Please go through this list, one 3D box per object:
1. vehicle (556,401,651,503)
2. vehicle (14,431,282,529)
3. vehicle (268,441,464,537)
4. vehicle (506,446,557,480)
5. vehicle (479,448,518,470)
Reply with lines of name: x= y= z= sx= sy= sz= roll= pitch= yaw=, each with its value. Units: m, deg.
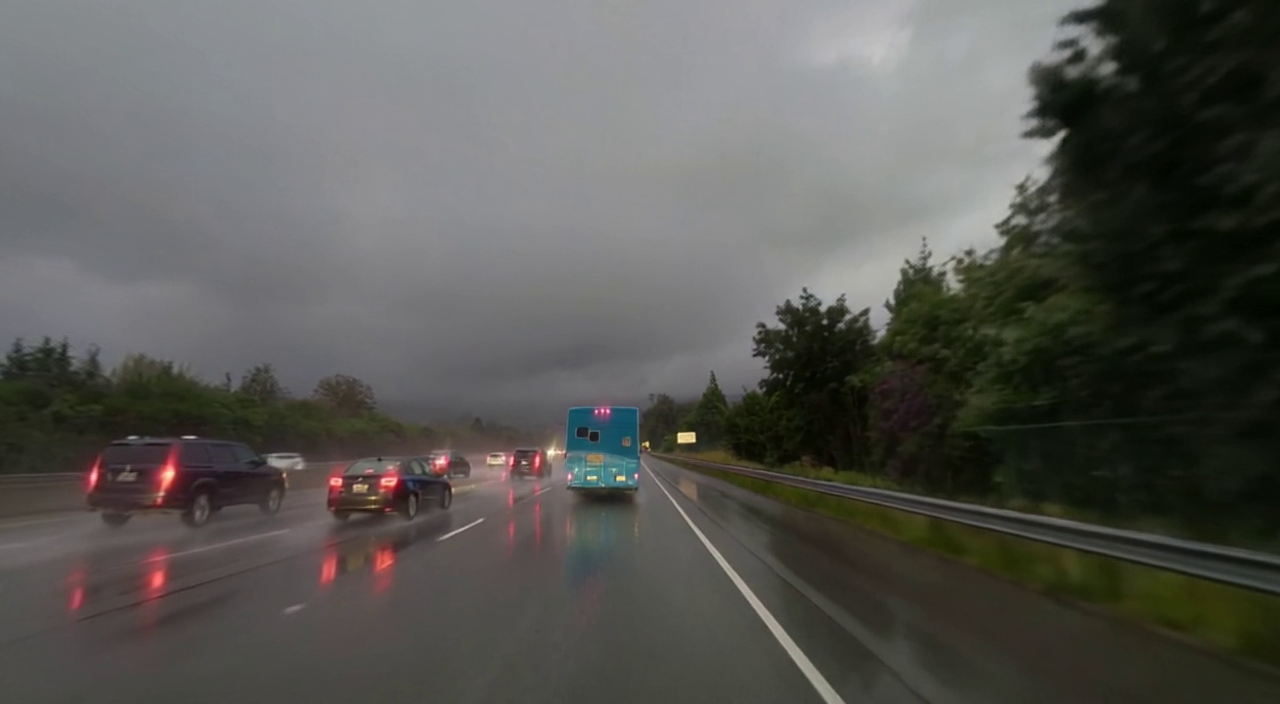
vehicle: x=-0.961 y=2.944 z=18.664 sx=2.394 sy=2.556 sz=5.232 roll=0 pitch=-9 yaw=-1
vehicle: x=-9.576 y=2.500 z=12.829 sx=2.010 sy=1.621 sz=4.252 roll=0 pitch=-9 yaw=0
vehicle: x=-4.773 y=2.417 z=11.723 sx=1.876 sy=1.438 sz=4.072 roll=0 pitch=-9 yaw=-1
vehicle: x=-5.122 y=5.275 z=30.163 sx=1.872 sy=1.480 sz=3.545 roll=0 pitch=-9 yaw=-1
vehicle: x=-10.102 y=7.645 z=45.234 sx=1.886 sy=1.462 sz=4.084 roll=0 pitch=-9 yaw=-1
